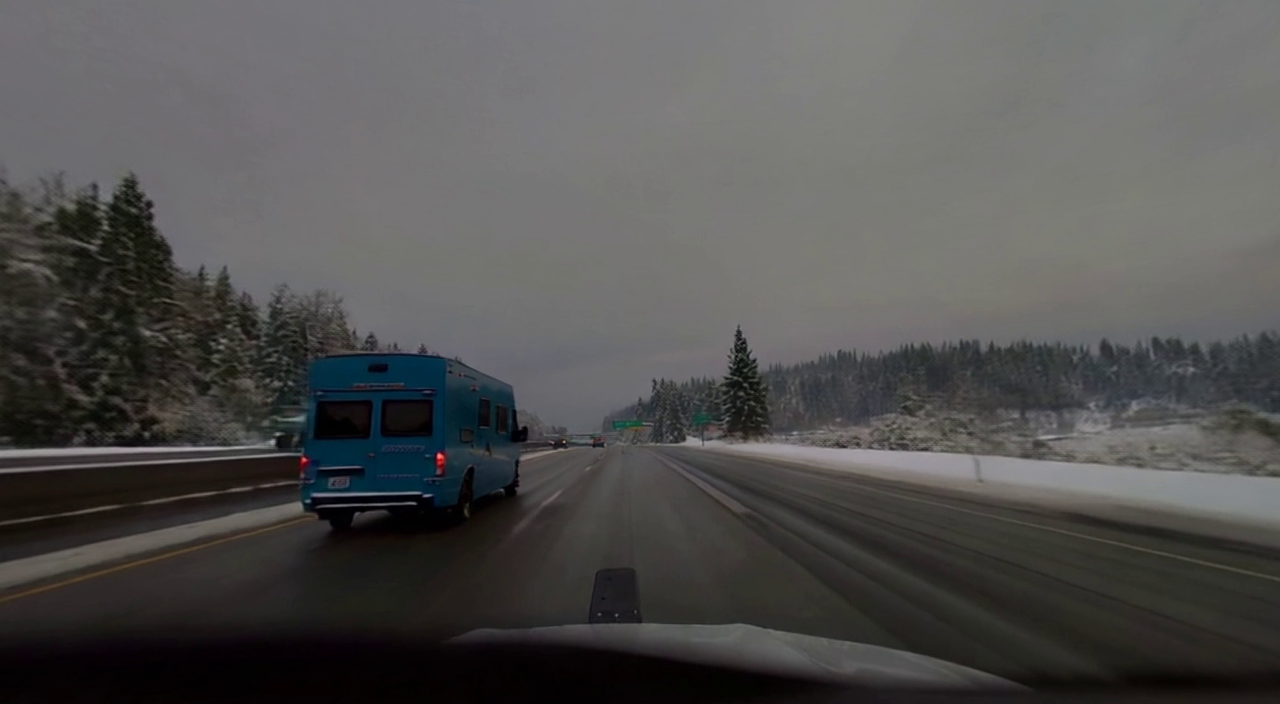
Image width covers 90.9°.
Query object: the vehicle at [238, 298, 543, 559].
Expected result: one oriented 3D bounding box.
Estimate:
[{"bbox_3d":[-3.747,1.383,11.777,2.676,3.269,7.388,-2,-7,0],"label":"vehicle"}]
